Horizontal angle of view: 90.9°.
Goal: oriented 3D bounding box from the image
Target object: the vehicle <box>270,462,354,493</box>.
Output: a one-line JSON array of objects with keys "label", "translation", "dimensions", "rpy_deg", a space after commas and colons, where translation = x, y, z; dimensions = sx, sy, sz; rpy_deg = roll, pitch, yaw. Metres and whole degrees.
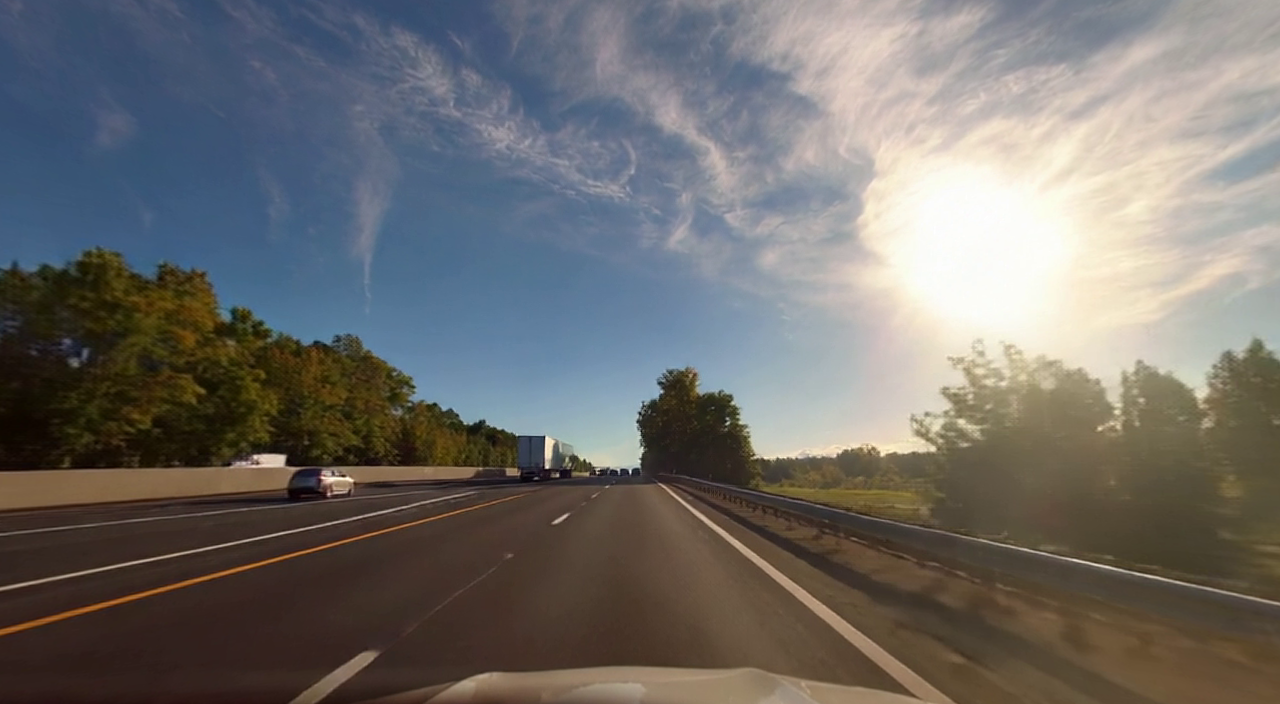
[{"label": "vehicle", "translation": [-16.431, 6.295, 31.798], "dimensions": [1.745, 1.430, 4.252], "rpy_deg": [0, -10, 3]}]
